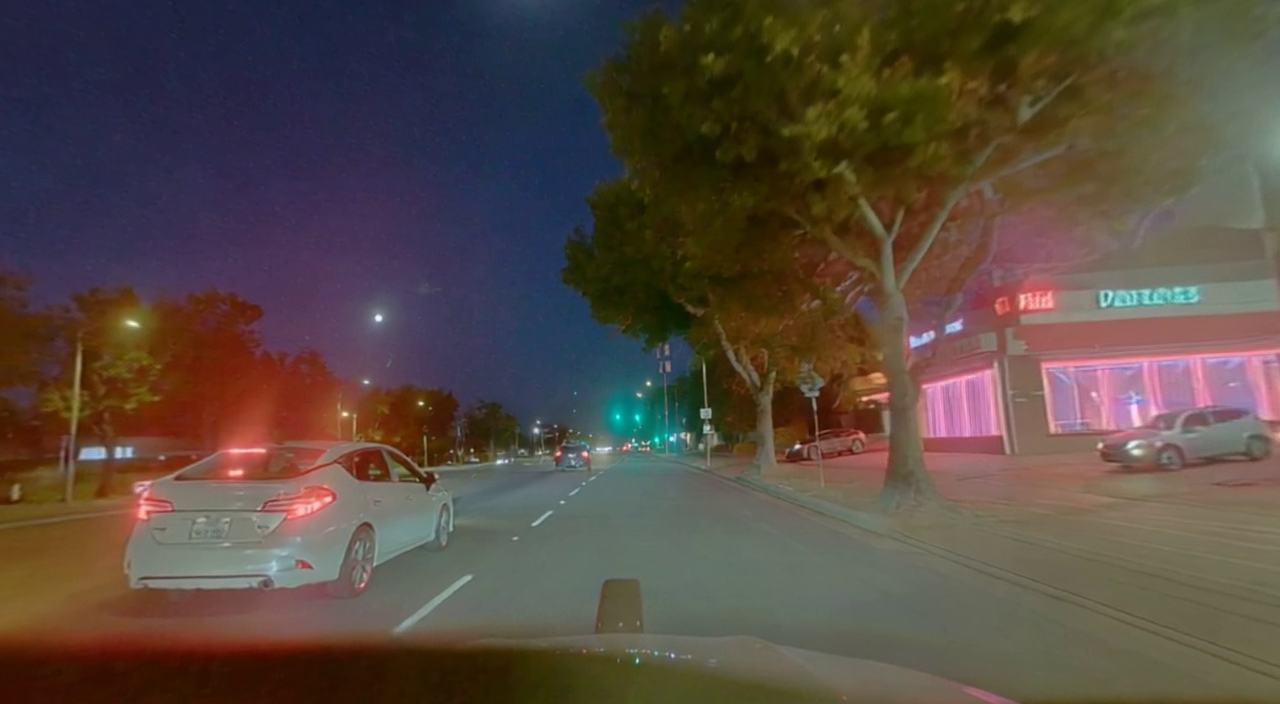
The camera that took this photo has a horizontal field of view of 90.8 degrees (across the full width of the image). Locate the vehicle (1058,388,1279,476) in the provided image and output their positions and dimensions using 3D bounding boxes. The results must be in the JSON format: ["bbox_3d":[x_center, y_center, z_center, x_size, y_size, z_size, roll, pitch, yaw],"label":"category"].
[{"bbox_3d":[12.772,1.768,13.907,5.551,1.753,2.162,0,-9,-1],"label":"vehicle"}]

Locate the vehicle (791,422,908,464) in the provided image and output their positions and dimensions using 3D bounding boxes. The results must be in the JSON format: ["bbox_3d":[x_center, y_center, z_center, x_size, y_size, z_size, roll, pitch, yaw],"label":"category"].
[{"bbox_3d":[10.498,4.617,31.941,5.130,1.902,2.056,-1,-9,-2],"label":"vehicle"}]

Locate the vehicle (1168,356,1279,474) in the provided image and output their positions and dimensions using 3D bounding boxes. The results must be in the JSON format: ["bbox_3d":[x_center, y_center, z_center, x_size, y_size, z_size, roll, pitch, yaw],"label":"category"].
[{"bbox_3d":[12.615,1.140,11.039,4.780,1.870,2.140,0,-9,-1],"label":"vehicle"}]

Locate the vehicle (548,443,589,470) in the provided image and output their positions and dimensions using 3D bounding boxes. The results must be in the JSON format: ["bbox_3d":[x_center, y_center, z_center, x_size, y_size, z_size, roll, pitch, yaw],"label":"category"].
[{"bbox_3d":[-4.077,6.042,36.679,1.955,1.461,4.396,0,-9,-2],"label":"vehicle"}]

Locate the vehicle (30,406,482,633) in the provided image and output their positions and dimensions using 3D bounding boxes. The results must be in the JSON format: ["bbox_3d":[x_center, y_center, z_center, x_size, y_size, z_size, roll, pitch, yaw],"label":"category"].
[{"bbox_3d":[-3.408,1.586,7.008,2.126,1.655,4.560,0,-9,0],"label":"vehicle"}]

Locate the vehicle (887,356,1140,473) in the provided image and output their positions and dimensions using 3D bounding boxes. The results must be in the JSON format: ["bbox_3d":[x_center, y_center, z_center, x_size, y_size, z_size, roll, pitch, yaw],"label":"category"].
[{"bbox_3d":[12.112,2.107,21.011,6.427,3.417,2.845,-2,-8,-2],"label":"vehicle"}]
